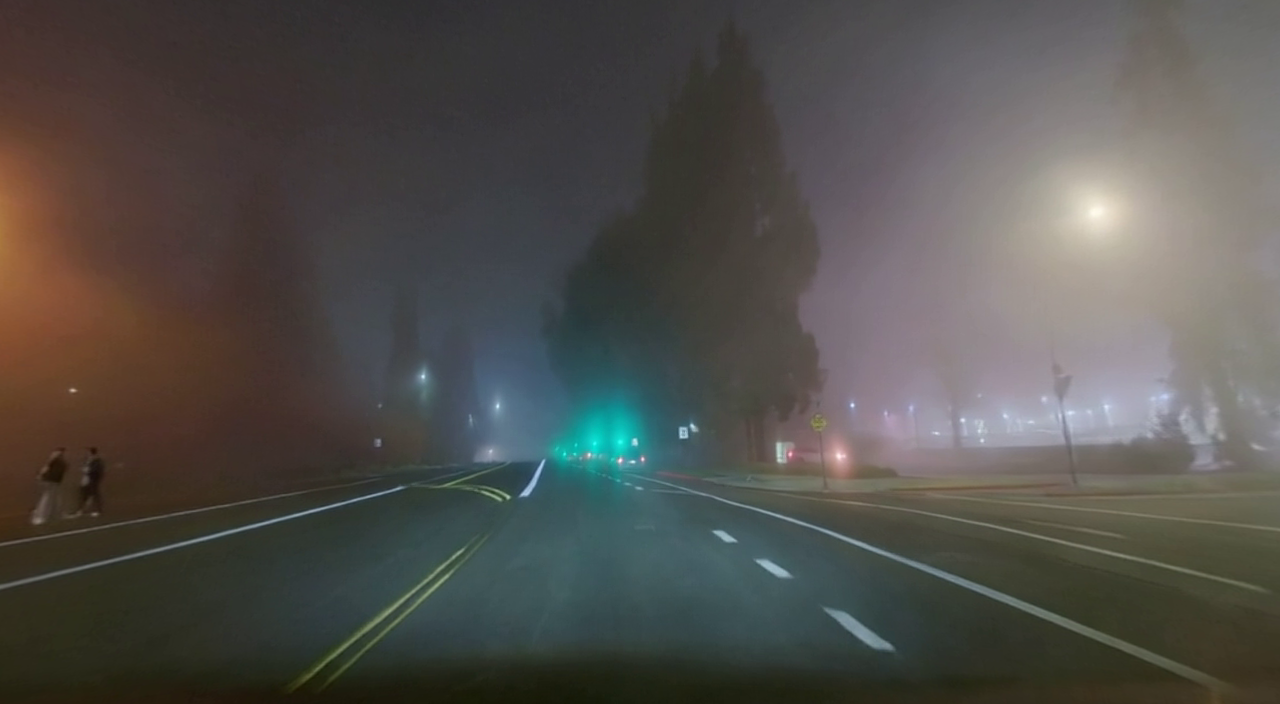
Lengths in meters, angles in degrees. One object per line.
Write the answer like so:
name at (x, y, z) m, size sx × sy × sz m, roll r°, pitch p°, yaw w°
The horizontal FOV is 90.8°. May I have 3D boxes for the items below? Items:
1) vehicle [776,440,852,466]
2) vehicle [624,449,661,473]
vehicle at (10.827, 6.270, 39.486) m, size 4.201 × 1.546 × 1.749 m, roll 1°, pitch -8°, yaw -7°
vehicle at (0.113, 7.445, 43.259) m, size 1.866 × 1.492 × 4.093 m, roll 1°, pitch -9°, yaw -9°
